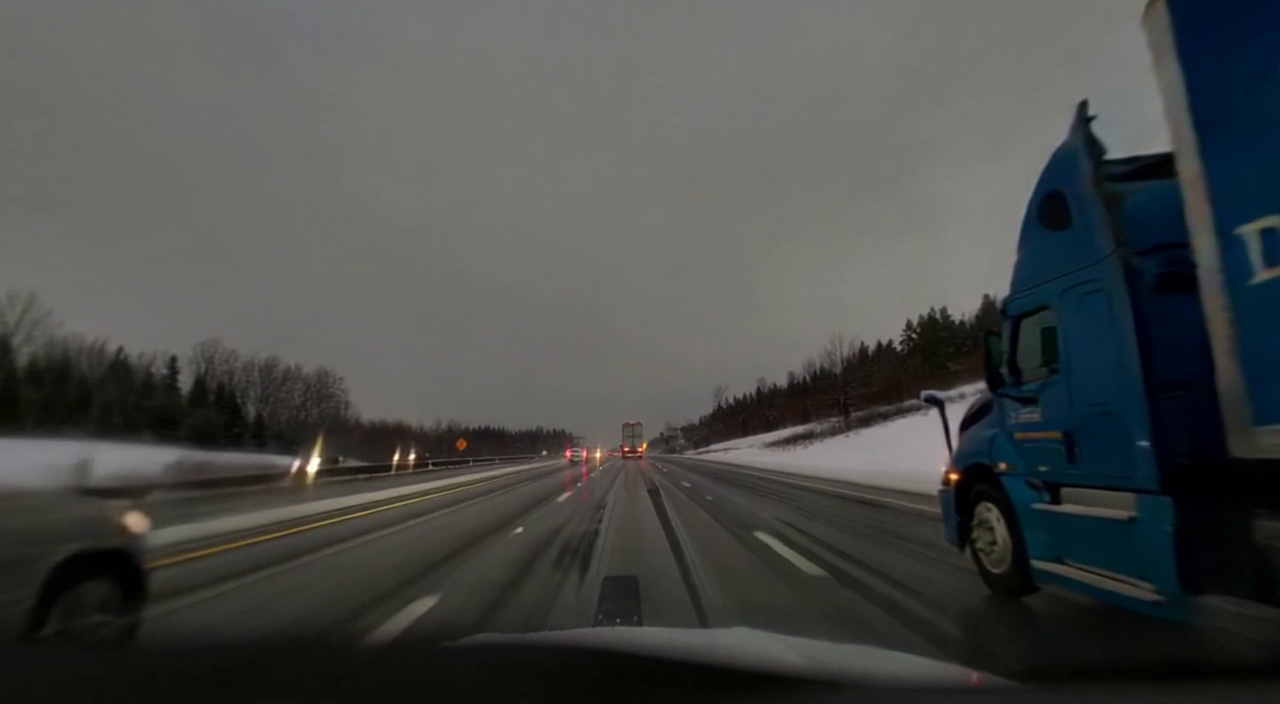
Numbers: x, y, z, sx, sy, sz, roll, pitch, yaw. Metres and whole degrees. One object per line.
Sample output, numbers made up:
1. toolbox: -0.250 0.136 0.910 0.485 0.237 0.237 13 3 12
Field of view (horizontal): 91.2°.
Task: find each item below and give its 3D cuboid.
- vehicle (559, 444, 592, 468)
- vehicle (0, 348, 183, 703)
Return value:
1. vehicle: -4.752 7.669 46.463 2.099 1.651 4.397 0 -9 -1
2. vehicle: -3.795 0.667 1.492 2.160 1.691 4.243 0 -9 0
